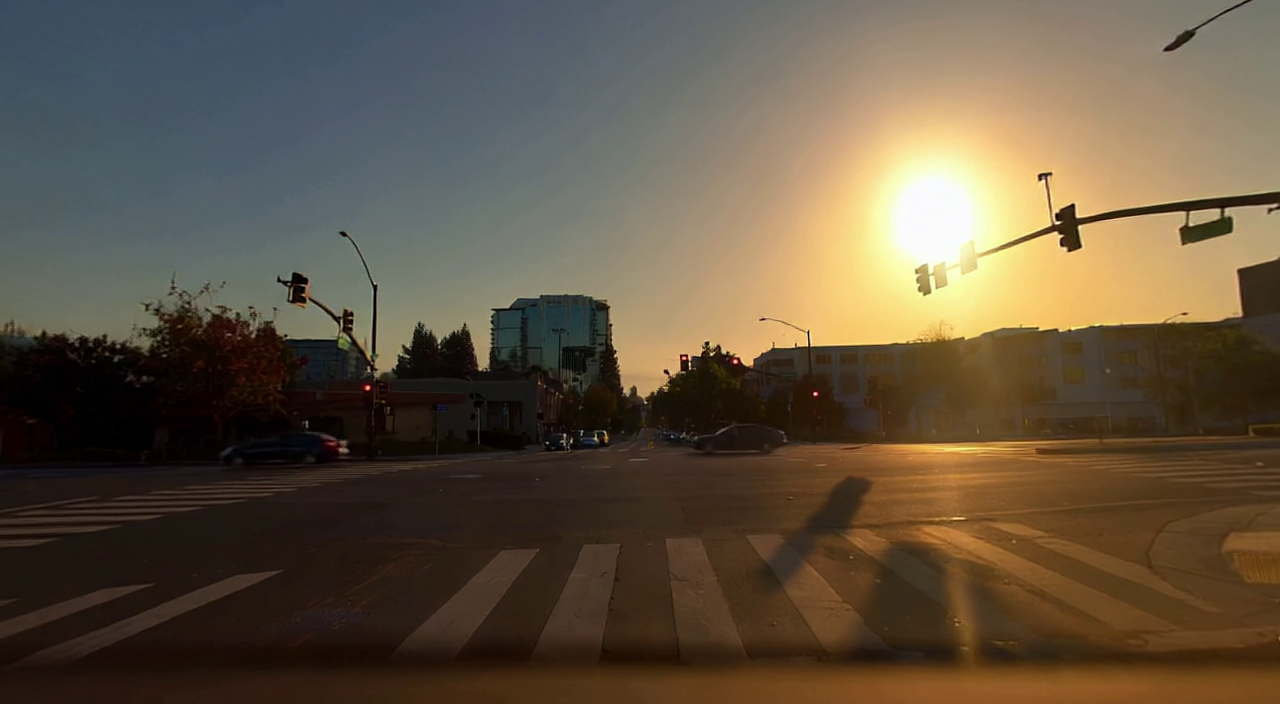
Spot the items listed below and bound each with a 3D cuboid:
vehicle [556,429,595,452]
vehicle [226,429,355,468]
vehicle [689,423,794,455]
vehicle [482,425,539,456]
[{"bbox_3d":[-4.397,6.168,43.767,1.919,1.467,4.086,-1,-9,5],"label":"vehicle"},{"bbox_3d":[-14.960,4.159,27.239,4.407,1.569,1.859,1,-9,-10],"label":"vehicle"},{"bbox_3d":[4.731,4.092,29.694,4.510,1.431,1.884,1,-9,-8],"label":"vehicle"},{"bbox_3d":[-8.297,5.746,40.915,2.000,1.864,5.044,-1,-9,7],"label":"vehicle"}]
